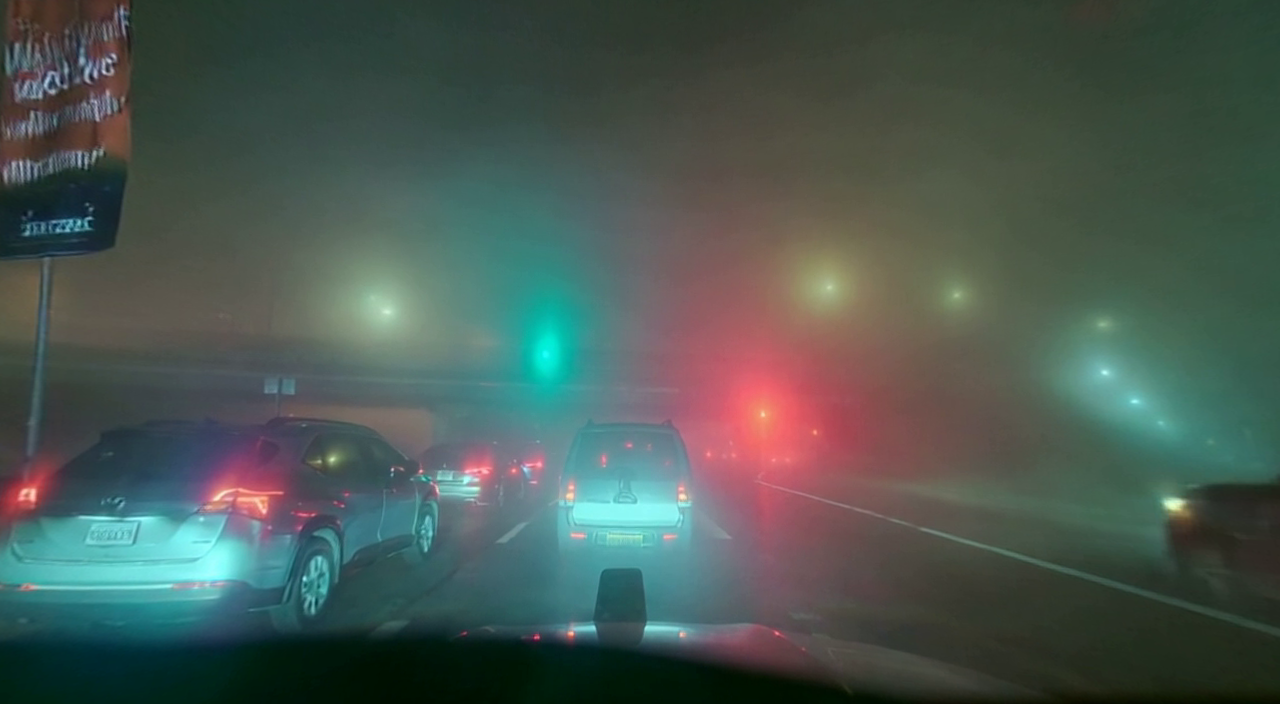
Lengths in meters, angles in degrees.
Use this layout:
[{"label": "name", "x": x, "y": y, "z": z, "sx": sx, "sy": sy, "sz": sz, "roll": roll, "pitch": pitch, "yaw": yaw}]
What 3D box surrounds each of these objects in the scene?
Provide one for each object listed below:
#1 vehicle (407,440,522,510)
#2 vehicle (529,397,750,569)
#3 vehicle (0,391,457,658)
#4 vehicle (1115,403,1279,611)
[{"label": "vehicle", "x": -4.150, "y": 2.944, "z": 15.429, "sx": 1.797, "sy": 1.505, "sz": 3.506, "roll": 0, "pitch": -9, "yaw": 0}, {"label": "vehicle", "x": -0.086, "y": 1.770, "z": 9.197, "sx": 2.409, "sy": 1.864, "sz": 4.471, "roll": 0, "pitch": -9, "yaw": -2}, {"label": "vehicle", "x": -3.495, "y": 1.434, "z": 6.260, "sx": 2.039, "sy": 1.709, "sz": 4.265, "roll": 0, "pitch": -9, "yaw": 0}, {"label": "vehicle", "x": 6.504, "y": 1.213, "z": 4.680, "sx": 2.191, "sy": 1.730, "sz": 4.658, "roll": 0, "pitch": -9, "yaw": -1}]
